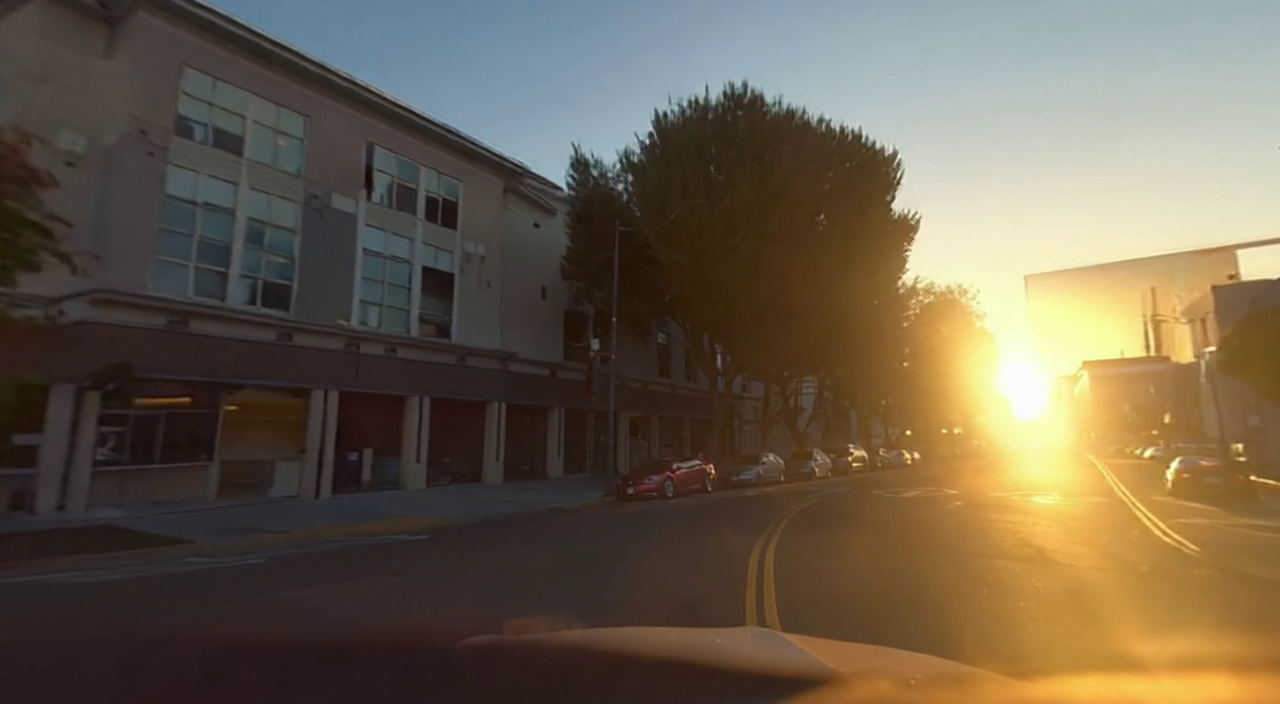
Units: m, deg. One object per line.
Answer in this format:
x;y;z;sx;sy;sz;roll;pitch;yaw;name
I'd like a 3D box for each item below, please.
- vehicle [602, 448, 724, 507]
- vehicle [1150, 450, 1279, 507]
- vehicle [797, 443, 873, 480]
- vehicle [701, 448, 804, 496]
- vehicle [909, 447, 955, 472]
0.868;3.931;20.264;1.922;1.628;4.291;-6;-10;34;vehicle
17.856;3.856;19.807;2.148;1.488;4.508;-5;-9;31;vehicle
10.637;5.850;34.058;2.171;1.816;5.274;-6;-10;36;vehicle
4.555;4.638;24.900;2.179;1.658;4.765;-6;-10;34;vehicle
18.315;6.680;39.431;1.852;1.465;4.092;-6;-10;33;vehicle
